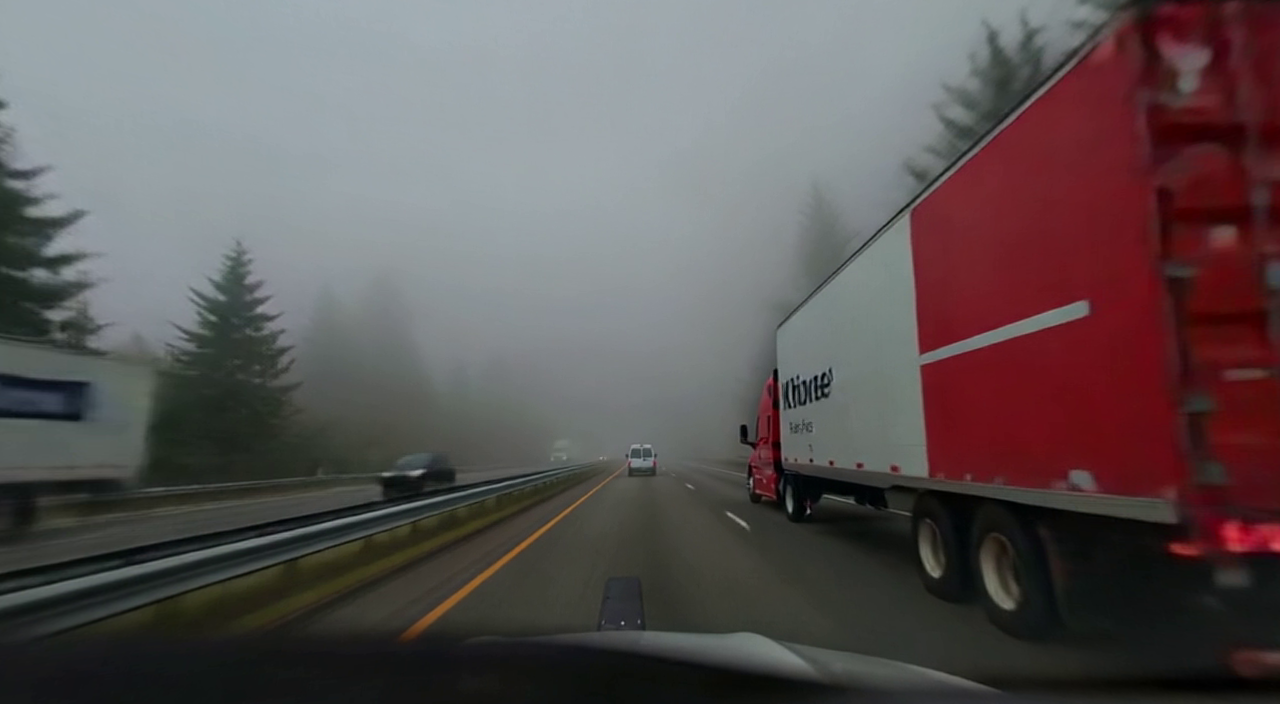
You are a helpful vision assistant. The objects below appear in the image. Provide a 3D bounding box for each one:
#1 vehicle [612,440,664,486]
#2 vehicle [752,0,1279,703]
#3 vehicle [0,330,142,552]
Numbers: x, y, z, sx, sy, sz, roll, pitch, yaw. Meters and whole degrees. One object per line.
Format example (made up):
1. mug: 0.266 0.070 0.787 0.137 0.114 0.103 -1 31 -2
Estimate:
1. vehicle: -0.090 4.874 27.850 2.105 1.865 4.102 0 -9 0
2. vehicle: 4.367 0.794 9.400 3.030 3.985 12.707 0 -9 0
3. vehicle: -13.386 1.036 7.816 3.256 4.016 13.586 0 -9 0
